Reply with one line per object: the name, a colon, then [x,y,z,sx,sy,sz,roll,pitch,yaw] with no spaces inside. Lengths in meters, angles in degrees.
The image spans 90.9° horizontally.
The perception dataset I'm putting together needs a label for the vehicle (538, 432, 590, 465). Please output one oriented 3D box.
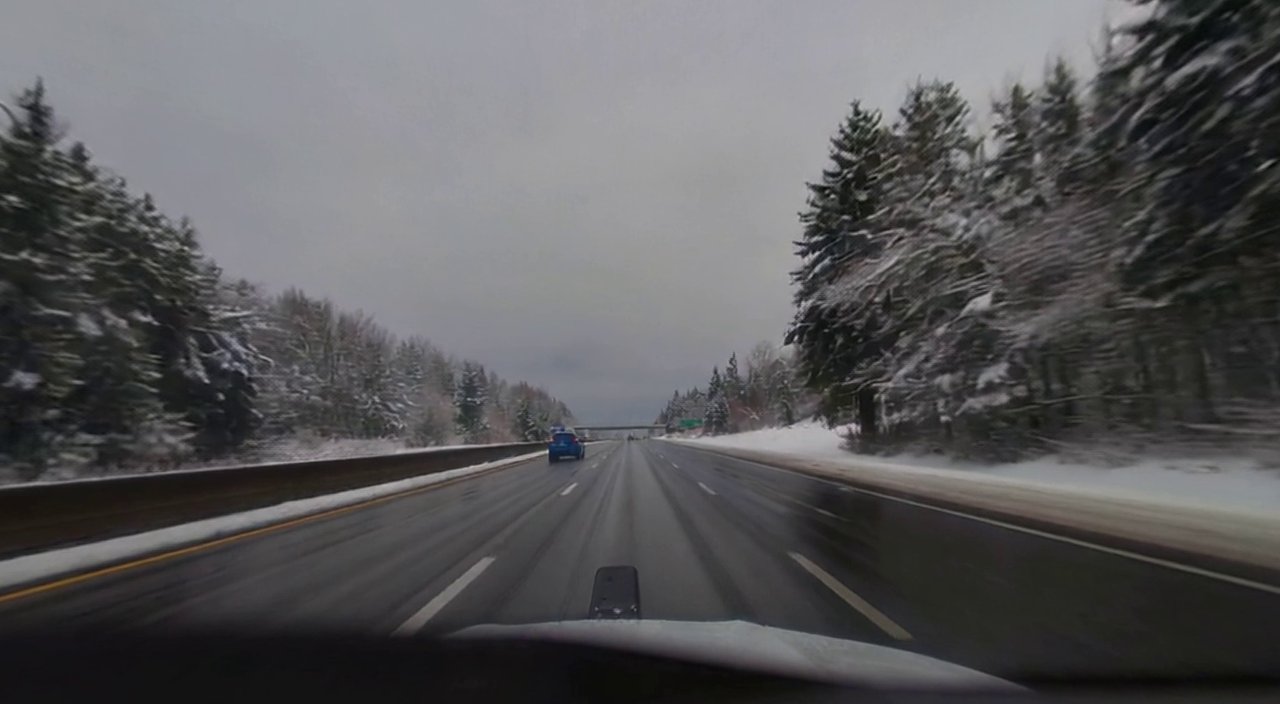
vehicle: [-3.601,4.613,30.451,2.085,1.479,3.846,0,-8,-1]
